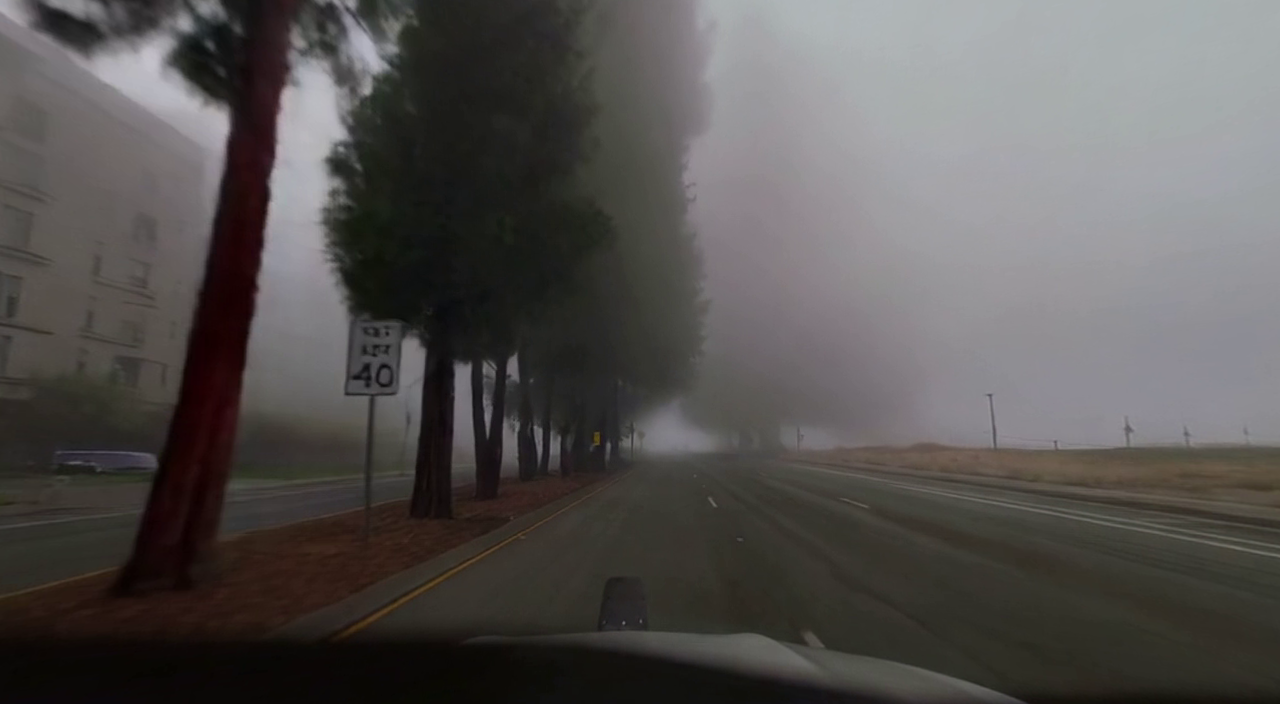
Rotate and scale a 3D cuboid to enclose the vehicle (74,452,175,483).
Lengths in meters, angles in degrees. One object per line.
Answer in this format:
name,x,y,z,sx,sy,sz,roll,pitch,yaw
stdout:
vehicle,-26.227,5.871,32.142,3.651,1.453,1.643,-1,-8,1
